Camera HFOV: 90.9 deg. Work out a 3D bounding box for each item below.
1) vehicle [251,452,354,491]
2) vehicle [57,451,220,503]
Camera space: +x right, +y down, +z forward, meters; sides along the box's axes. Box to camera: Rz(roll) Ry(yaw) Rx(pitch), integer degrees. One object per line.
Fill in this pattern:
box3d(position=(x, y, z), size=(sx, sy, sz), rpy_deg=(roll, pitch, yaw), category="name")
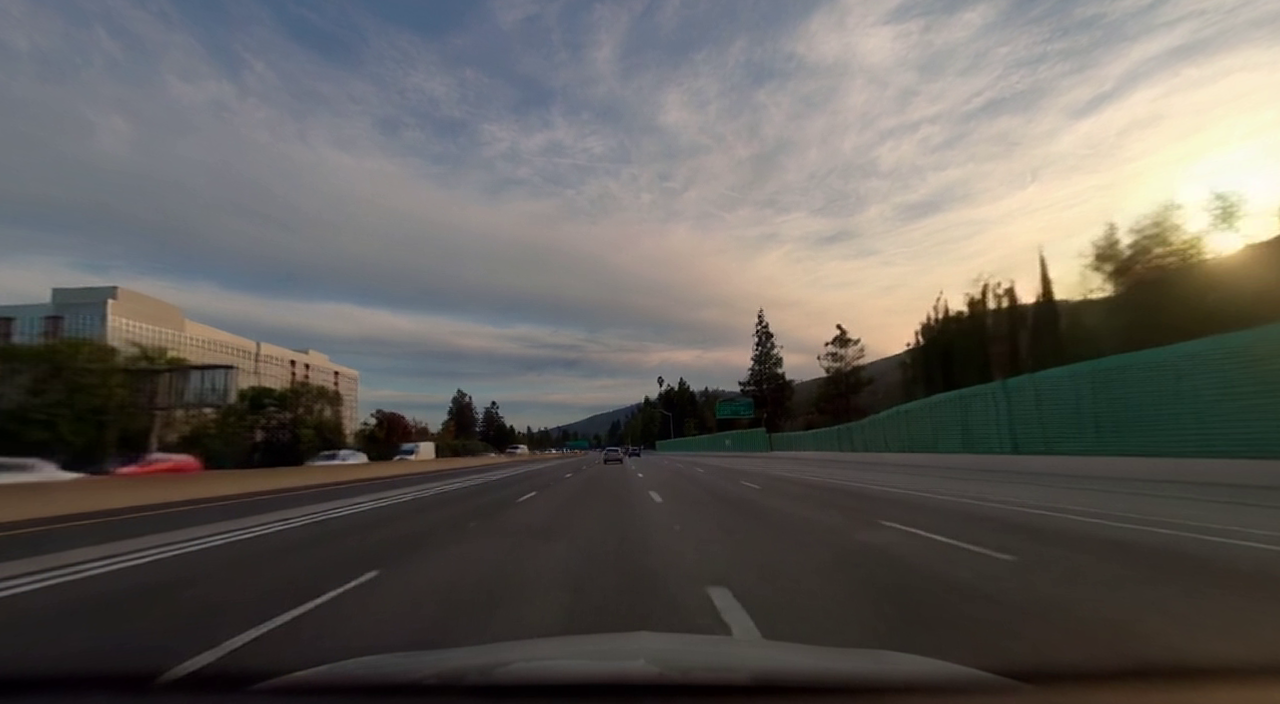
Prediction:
box3d(position=(-13.560, 4.798, 25.648), size=(1.868, 1.426, 4.366), rpy_deg=(0, -9, -1), category="vehicle")
box3d(position=(-17.295, 4.288, 22.113), size=(1.901, 1.605, 4.654), rpy_deg=(0, -9, -1), category="vehicle")
